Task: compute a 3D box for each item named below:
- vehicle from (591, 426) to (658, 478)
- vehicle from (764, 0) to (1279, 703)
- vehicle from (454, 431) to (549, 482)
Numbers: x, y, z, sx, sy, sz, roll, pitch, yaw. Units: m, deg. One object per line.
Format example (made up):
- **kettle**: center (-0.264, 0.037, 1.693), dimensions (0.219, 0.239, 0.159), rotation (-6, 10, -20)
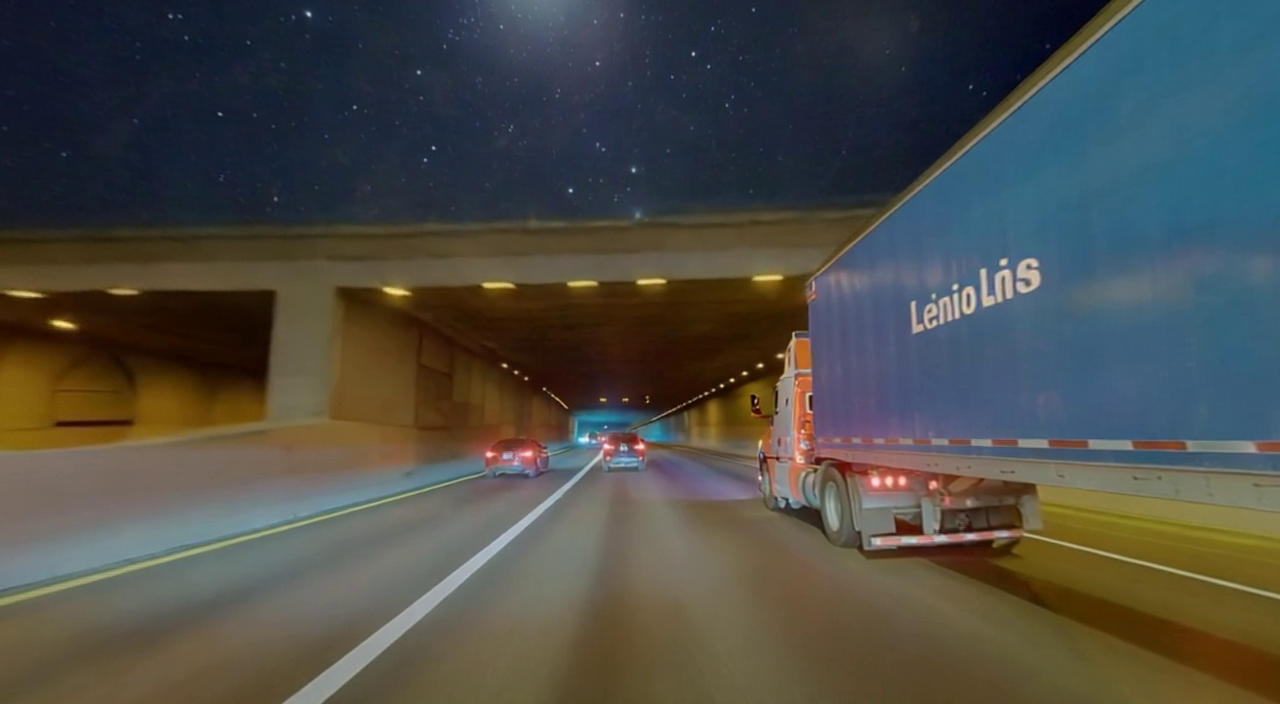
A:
- **vehicle**: center (-0.509, 3.382, 21.545), dimensions (2.094, 1.600, 3.666), rotation (0, -8, -1)
- **vehicle**: center (3.858, -0.053, 4.553), dimensions (2.842, 4.108, 14.081), rotation (0, -8, -1)
- **vehicle**: center (-4.226, 3.247, 20.013), dimensions (2.019, 1.435, 4.317), rotation (0, -8, 0)
